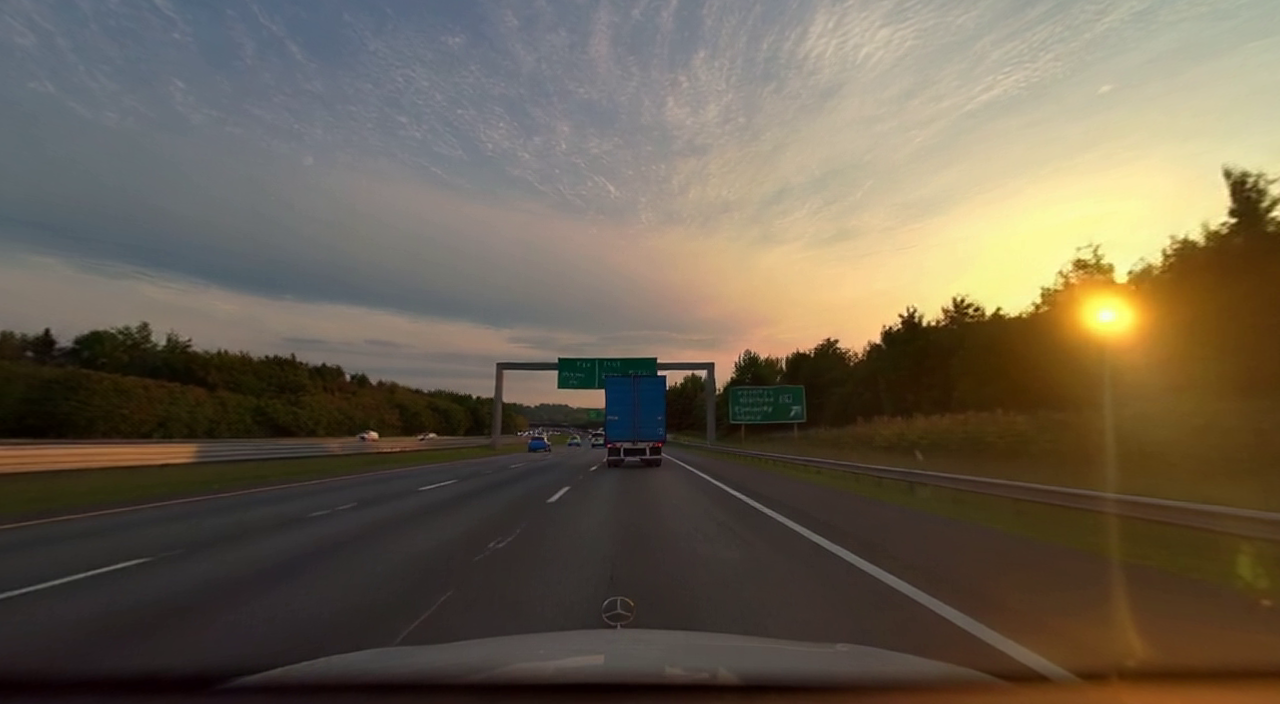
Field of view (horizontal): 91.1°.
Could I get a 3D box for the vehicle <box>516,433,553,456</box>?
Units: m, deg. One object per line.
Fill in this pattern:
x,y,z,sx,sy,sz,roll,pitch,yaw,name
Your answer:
-7.153,6.317,42.945,1.856,1.479,3.710,0,-8,0,vehicle

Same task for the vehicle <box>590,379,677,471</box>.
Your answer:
-0.347,3.660,30.687,3.033,3.223,14.836,4,-7,0,vehicle
